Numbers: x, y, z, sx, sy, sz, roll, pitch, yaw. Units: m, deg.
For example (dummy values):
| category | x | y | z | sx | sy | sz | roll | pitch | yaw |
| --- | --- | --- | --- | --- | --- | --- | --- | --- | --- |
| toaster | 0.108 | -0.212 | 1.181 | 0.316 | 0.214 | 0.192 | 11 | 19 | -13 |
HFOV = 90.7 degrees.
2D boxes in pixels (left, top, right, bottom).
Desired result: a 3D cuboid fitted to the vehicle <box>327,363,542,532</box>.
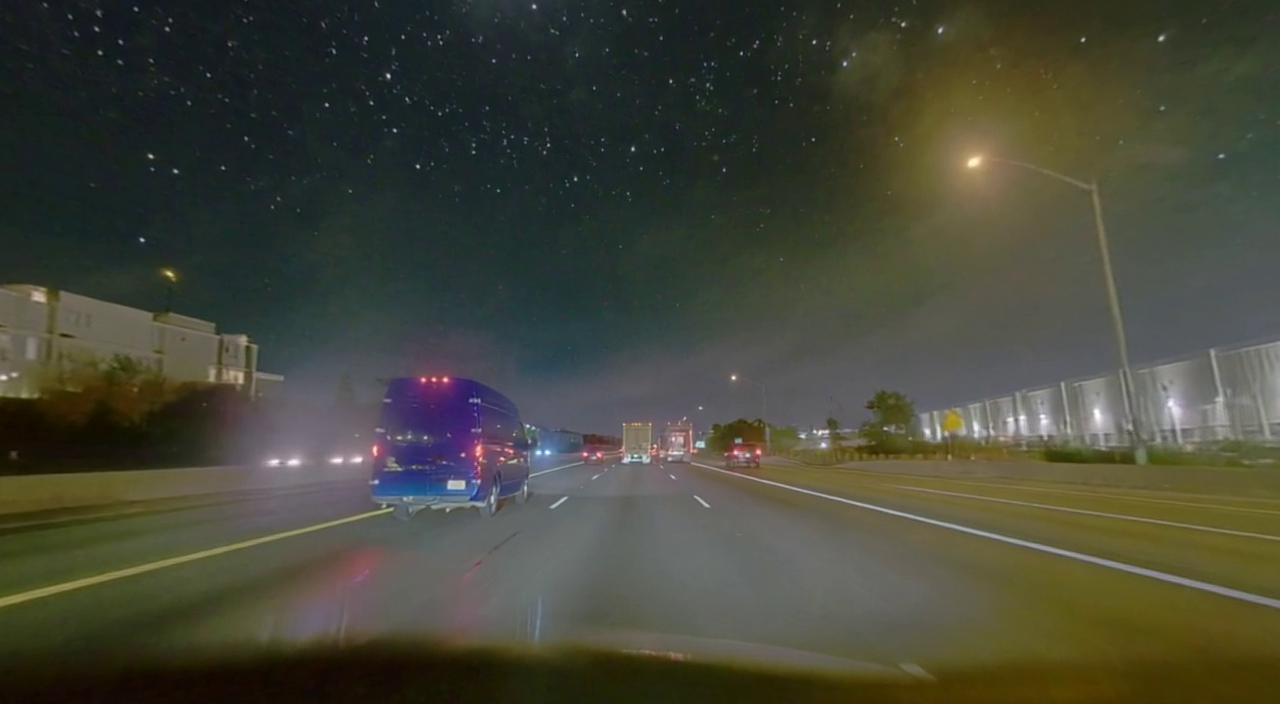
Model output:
| category | x | y | z | sx | sy | sz | roll | pitch | yaw |
| --- | --- | --- | --- | --- | --- | --- | --- | --- | --- |
| vehicle | -3.993 | 2.108 | 14.146 | 2.557 | 2.855 | 6.674 | 0 | -9 | 0 |

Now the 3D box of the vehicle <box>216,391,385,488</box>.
| category | x | y | z | sx | sy | sz | roll | pitch | yaw |
| --- | --- | --- | --- | --- | --- | --- | --- | --- | --- |
| vehicle | -16.238 | 4.397 | 31.424 | 3.117 | 4.010 | 9.274 | -1 | -9 | 1 |

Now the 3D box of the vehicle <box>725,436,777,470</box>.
| category | x | y | z | sx | sy | sz | roll | pitch | yaw |
| --- | --- | --- | --- | --- | --- | --- | --- | --- | --- |
| vehicle | 6.912 | 6.384 | 40.168 | 2.216 | 1.918 | 5.742 | 0 | -9 | 0 |
